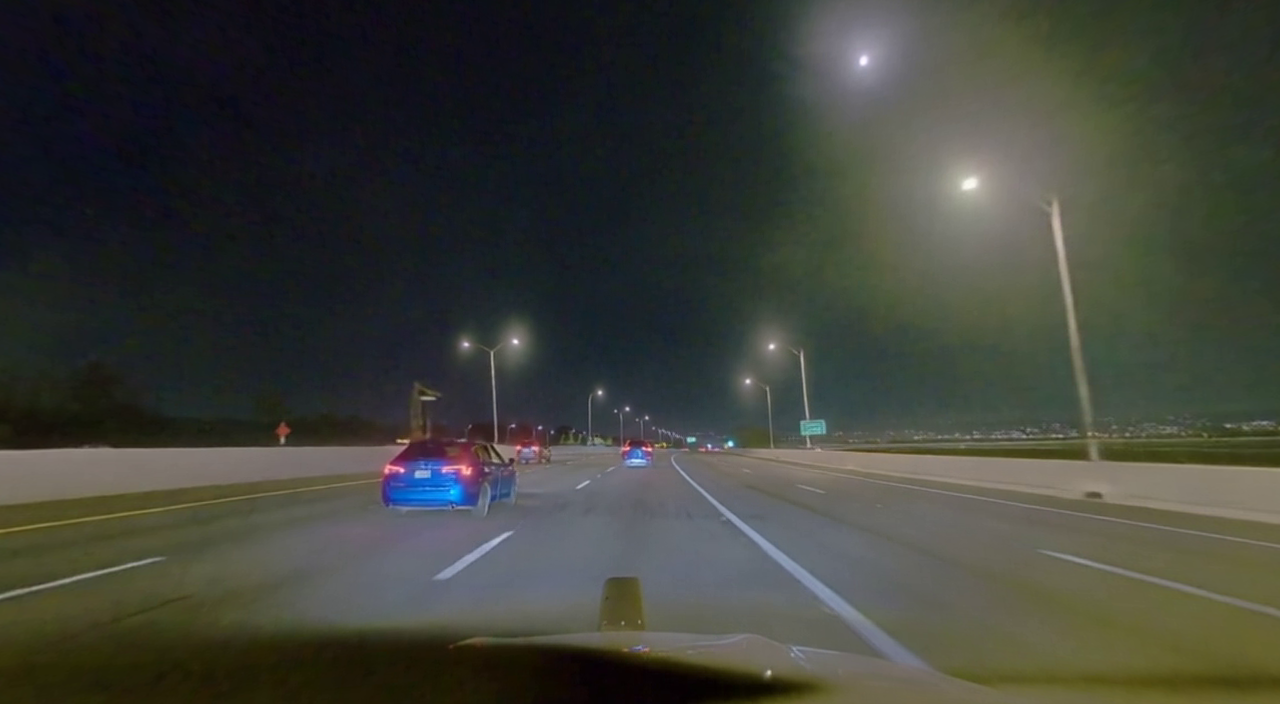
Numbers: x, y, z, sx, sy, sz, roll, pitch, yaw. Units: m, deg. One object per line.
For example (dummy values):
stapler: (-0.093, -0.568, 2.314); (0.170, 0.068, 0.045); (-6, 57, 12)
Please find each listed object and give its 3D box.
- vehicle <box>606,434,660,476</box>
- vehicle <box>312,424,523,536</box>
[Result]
vehicle: (-0.241, 4.476, 27.518); (2.155, 1.690, 4.318); (0, -9, 1)
vehicle: (-3.682, 2.213, 11.495); (2.124, 1.607, 4.531); (0, -9, 1)
